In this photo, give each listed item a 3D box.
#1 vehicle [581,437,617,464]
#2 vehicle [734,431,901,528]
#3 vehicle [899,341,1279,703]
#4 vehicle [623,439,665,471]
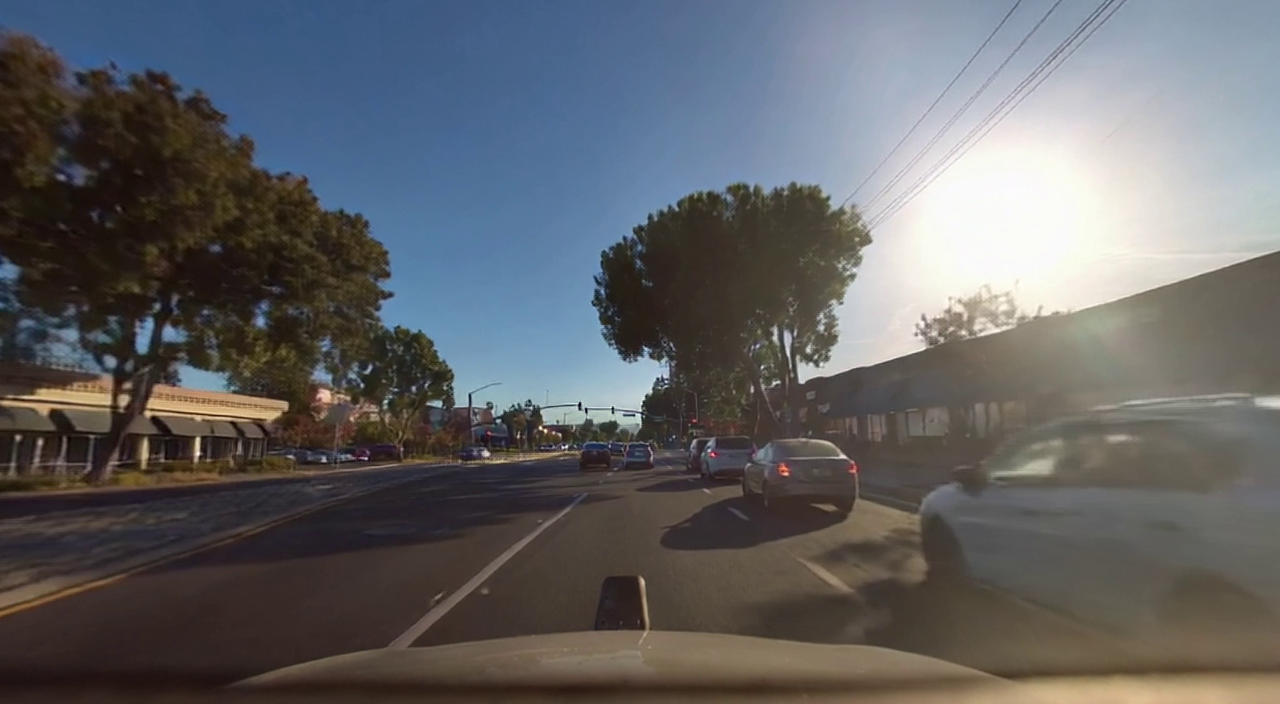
[{"bbox_3d":[-2.906,7.150,46.040,2.280,1.810,4.903,-1,-9,0],"label":"vehicle"},{"bbox_3d":[3.133,2.354,12.289,1.864,1.484,4.662,0,-9,0],"label":"vehicle"},{"bbox_3d":[3.492,0.997,3.793,2.085,1.668,4.077,0,-9,-1],"label":"vehicle"},{"bbox_3d":[0.159,5.273,32.433,2.023,1.532,3.891,0,-9,-1],"label":"vehicle"}]
